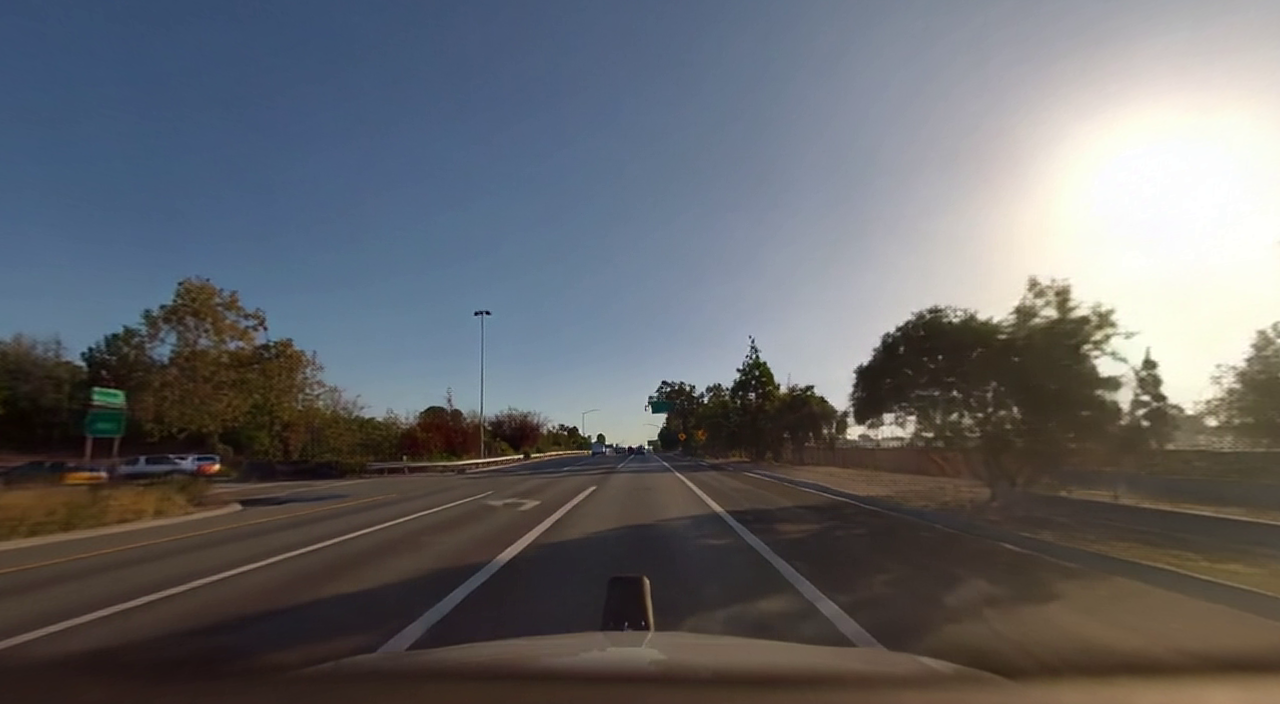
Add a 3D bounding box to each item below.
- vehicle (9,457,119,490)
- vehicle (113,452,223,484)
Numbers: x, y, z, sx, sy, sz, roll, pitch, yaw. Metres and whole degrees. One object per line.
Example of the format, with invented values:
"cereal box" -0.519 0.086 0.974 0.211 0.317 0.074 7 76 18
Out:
"vehicle" -31.612 6.647 34.668 4.260 1.498 1.850 -3 -8 -1
"vehicle" -25.675 6.291 34.368 4.495 1.641 1.966 -1 -8 4
